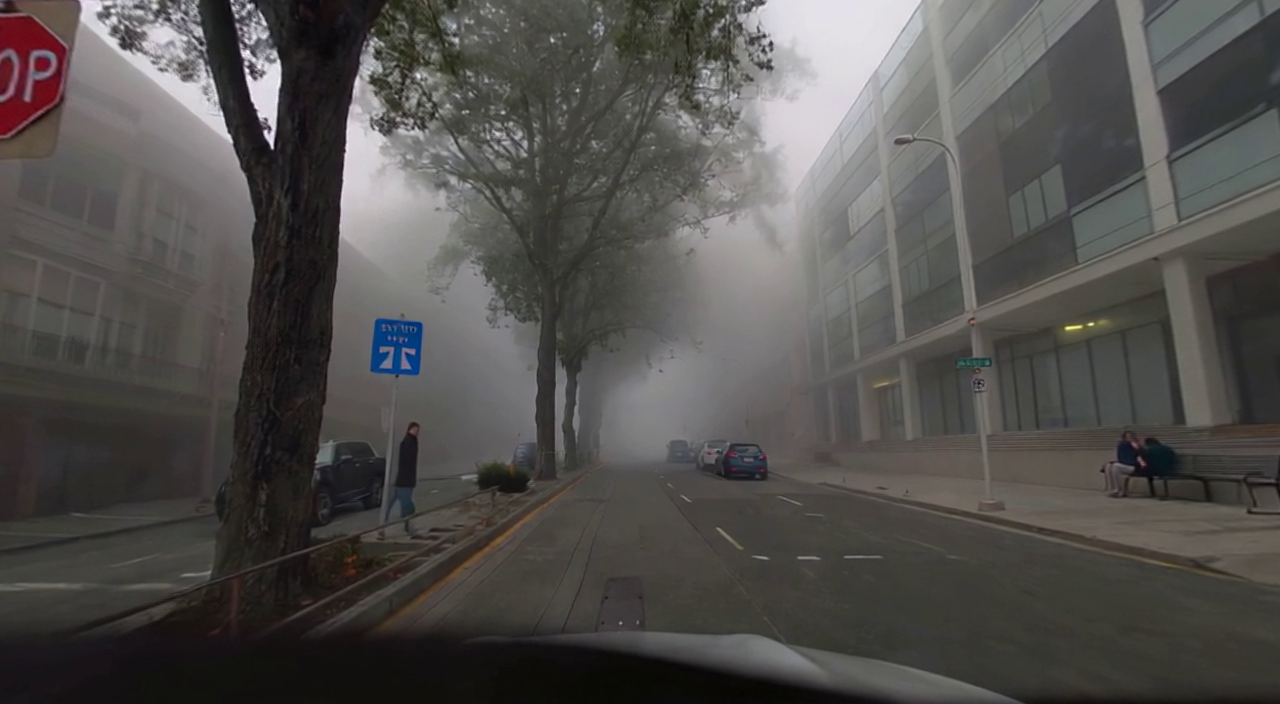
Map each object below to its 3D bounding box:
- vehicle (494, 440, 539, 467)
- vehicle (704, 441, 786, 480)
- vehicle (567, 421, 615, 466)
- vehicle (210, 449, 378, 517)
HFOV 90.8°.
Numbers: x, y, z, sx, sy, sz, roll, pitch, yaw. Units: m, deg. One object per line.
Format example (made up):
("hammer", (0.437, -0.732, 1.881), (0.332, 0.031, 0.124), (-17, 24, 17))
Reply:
("vehicle", (-8.843, 7.329, 45.723), (2.256, 1.802, 4.333), (0, -8, 2))
("vehicle", (4.576, 4.604, 27.096), (1.858, 1.491, 4.329), (-5, -10, 33))
("vehicle", (-2.982, 5.802, 40.123), (2.317, 2.596, 6.053), (0, -8, 3))
("vehicle", (-8.793, 3.323, 16.619), (2.007, 1.503, 4.343), (0, -8, -1))
